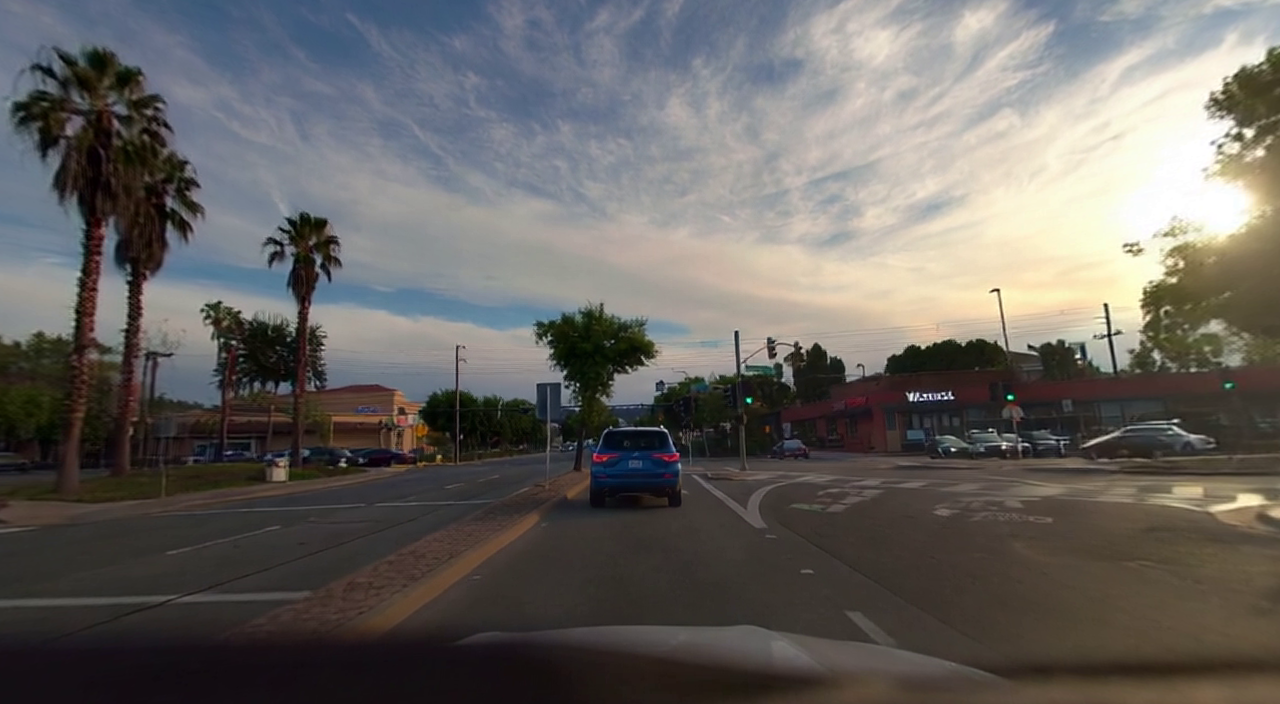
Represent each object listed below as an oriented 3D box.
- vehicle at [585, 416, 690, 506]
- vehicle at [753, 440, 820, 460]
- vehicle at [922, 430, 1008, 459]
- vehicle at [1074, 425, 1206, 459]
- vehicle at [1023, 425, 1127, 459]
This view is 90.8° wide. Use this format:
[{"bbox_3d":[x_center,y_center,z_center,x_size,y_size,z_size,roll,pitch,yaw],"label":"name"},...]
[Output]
[{"bbox_3d":[-0.004,2.709,16.036,2.263,1.932,4.709,0,-8,1],"label":"vehicle"},{"bbox_3d":[11.275,7.567,48.904,4.665,1.467,1.833,-6,-10,34],"label":"vehicle"},{"bbox_3d":[21.691,6.187,42.249,4.852,1.847,1.983,-6,-10,33],"label":"vehicle"},{"bbox_3d":[29.103,5.293,37.109,5.809,1.839,1.957,-6,-10,34],"label":"vehicle"},{"bbox_3d":[24.703,5.140,36.047,4.641,1.778,1.958,-6,-10,33],"label":"vehicle"}]
